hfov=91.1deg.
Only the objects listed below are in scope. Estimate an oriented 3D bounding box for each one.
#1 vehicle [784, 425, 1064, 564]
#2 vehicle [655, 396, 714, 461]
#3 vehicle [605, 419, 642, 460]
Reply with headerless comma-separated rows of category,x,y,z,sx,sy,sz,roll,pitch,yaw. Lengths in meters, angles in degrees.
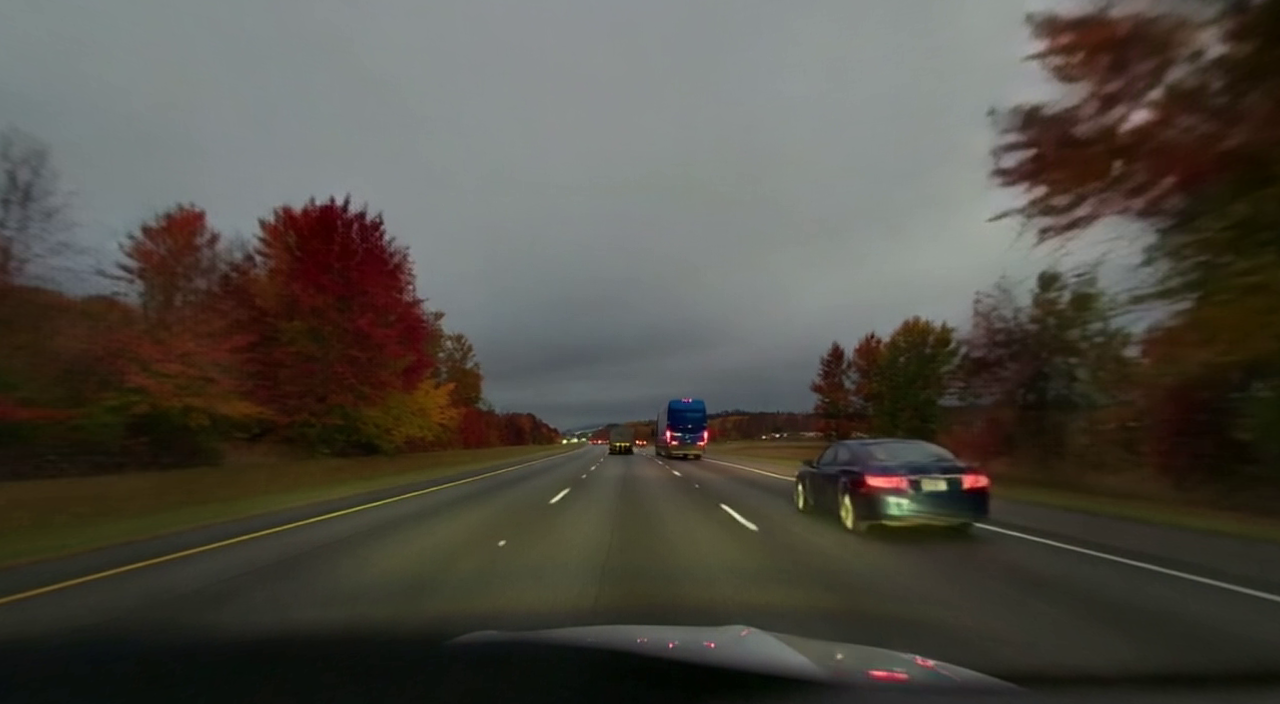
vehicle,3.629,1.867,9.145,1.962,1.508,4.363,0,-8,-1
vehicle,2.981,5.760,46.606,3.128,4.087,13.351,0,-8,-1
vehicle,-1.089,6.029,43.378,2.389,2.637,5.437,0,-8,-1
